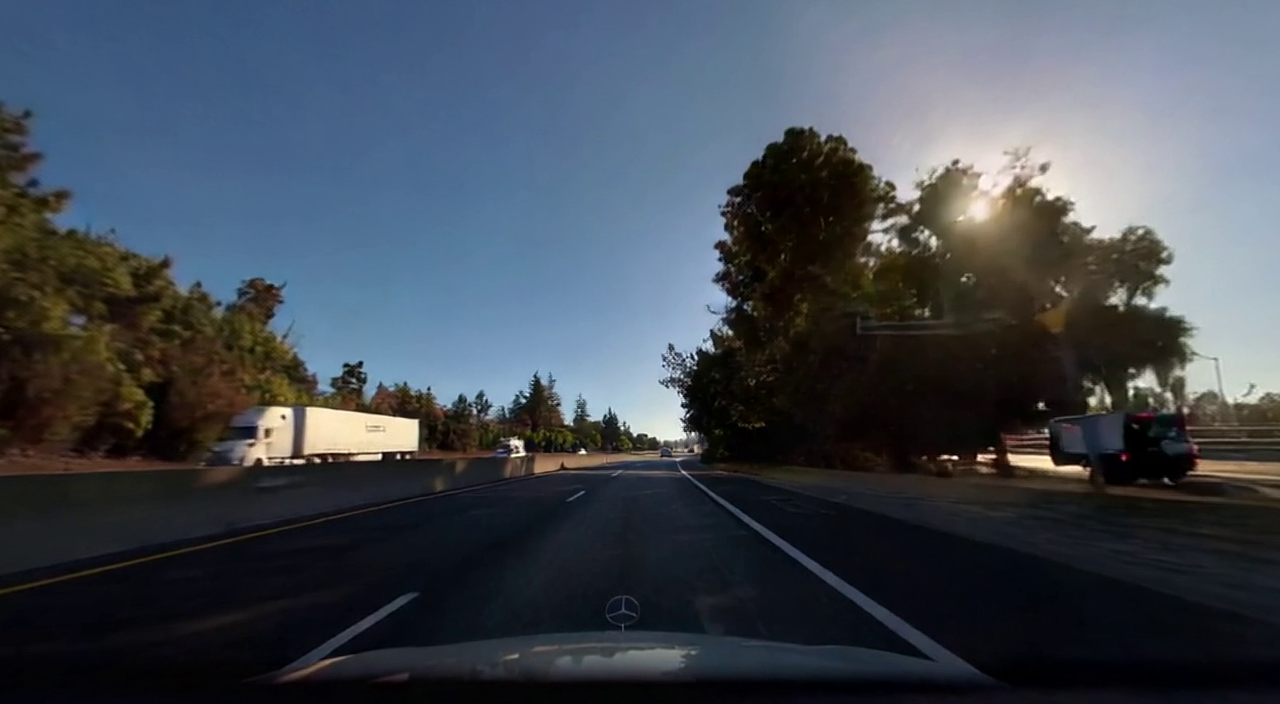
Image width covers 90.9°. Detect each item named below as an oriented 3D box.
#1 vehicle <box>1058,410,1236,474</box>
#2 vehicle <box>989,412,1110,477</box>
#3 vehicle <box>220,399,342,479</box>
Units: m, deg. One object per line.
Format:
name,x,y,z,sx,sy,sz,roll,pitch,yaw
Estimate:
vehicle,37.070,6.844,47.203,2.901,3.941,12.447,-4,-9,0
vehicle,28.055,6.437,43.785,2.821,4.075,7.994,0,-9,-1
vehicle,-19.558,4.832,34.829,2.956,3.971,5.830,-1,-9,2
